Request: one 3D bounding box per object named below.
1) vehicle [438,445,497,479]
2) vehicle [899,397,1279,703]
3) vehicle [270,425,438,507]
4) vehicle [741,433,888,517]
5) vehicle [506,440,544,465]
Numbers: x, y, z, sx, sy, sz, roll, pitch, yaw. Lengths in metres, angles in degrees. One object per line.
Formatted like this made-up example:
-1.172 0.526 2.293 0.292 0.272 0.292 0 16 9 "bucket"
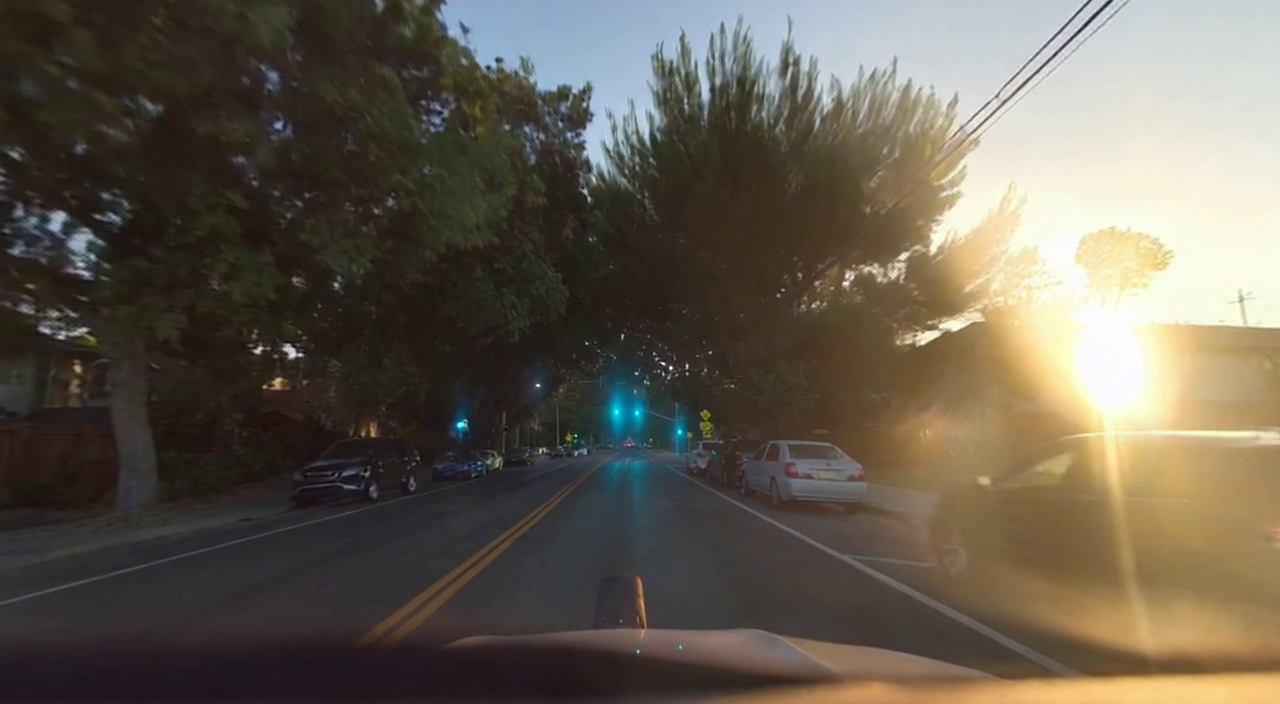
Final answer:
-8.347 5.332 30.949 1.860 1.476 4.594 0 -8 -4 "vehicle"
3.871 1.221 4.539 1.955 1.536 4.395 0 -8 -3 "vehicle"
-7.978 3.238 18.500 2.420 2.004 5.615 0 -8 -2 "vehicle"
3.541 2.565 13.717 1.809 1.513 4.264 0 -8 -2 "vehicle"
-8.549 7.541 47.410 2.007 1.773 4.759 0 -8 0 "vehicle"
